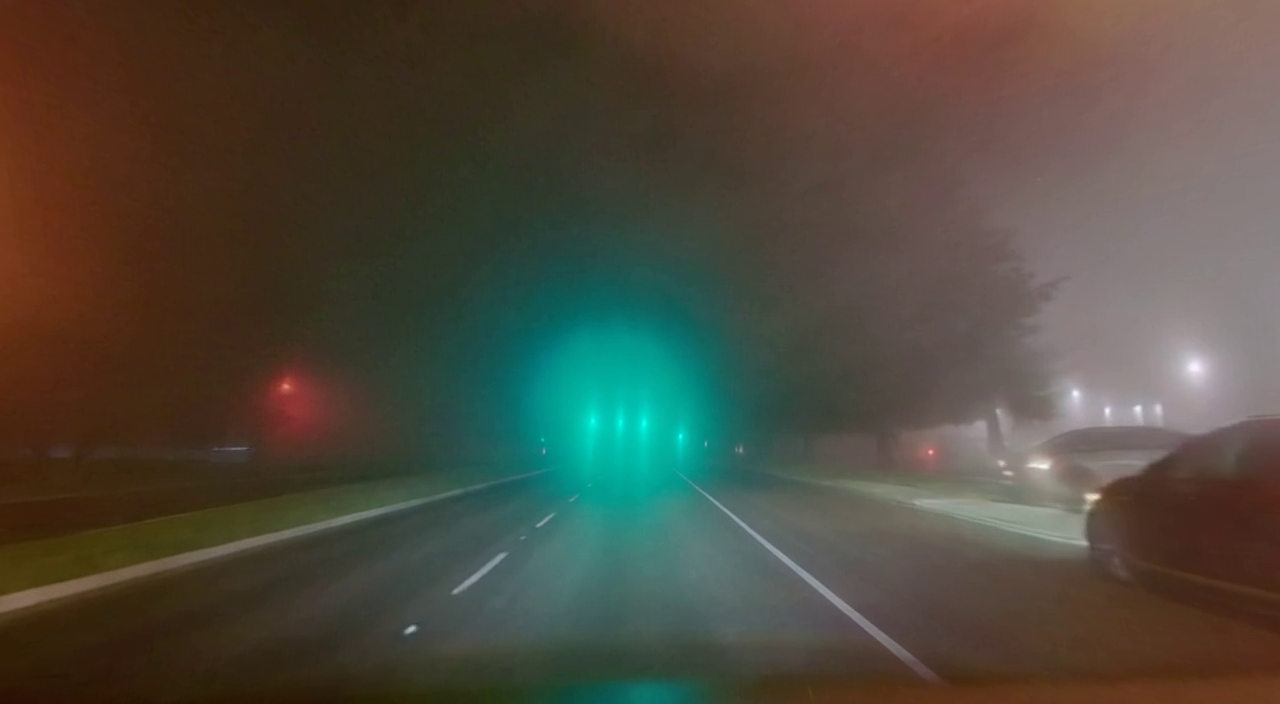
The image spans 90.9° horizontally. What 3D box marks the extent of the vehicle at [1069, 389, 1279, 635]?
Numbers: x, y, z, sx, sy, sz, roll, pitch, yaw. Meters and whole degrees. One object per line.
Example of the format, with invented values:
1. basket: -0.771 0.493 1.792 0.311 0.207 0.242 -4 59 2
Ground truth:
1. vehicle: 5.459 1.077 4.159 2.057 1.688 4.596 0 -8 1
